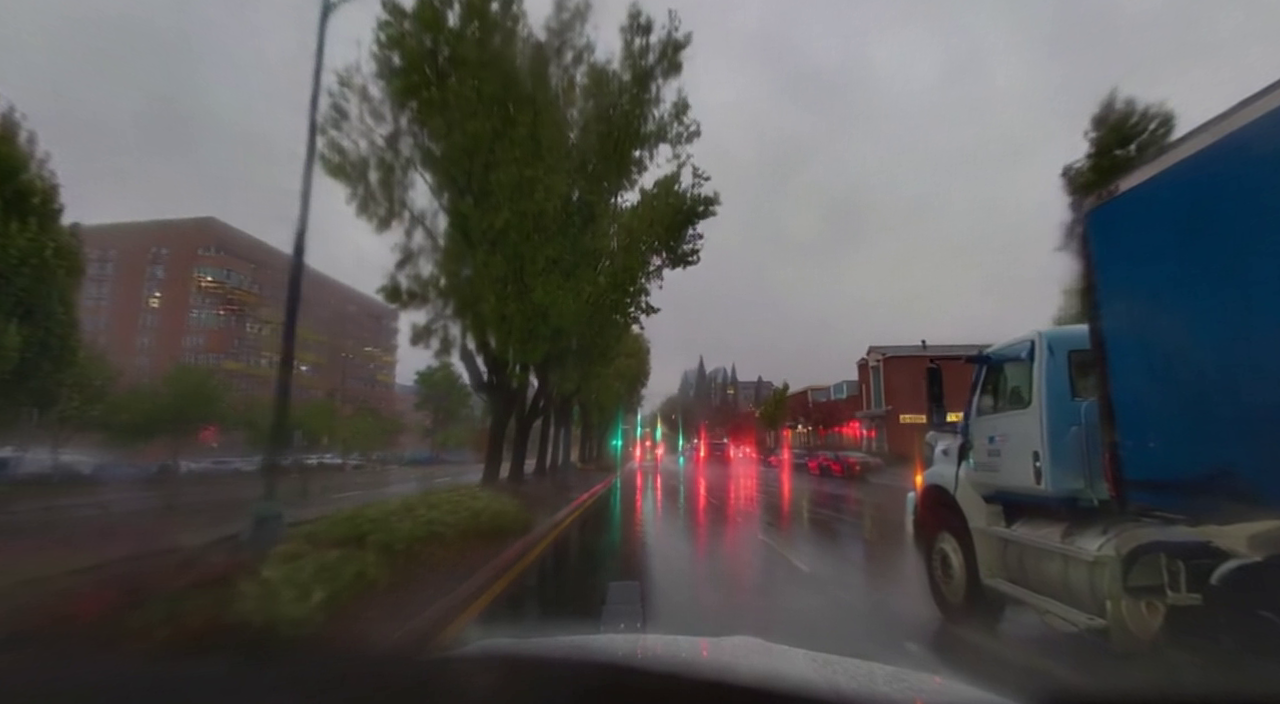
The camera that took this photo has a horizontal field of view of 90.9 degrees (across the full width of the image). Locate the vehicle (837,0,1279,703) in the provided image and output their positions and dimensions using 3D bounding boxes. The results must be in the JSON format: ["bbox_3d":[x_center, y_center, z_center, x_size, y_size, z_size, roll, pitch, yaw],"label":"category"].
[{"bbox_3d":[3.584,-0.222,2.725,3.006,3.679,8.506,-1,-8,3],"label":"vehicle"}]

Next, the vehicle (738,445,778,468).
[{"bbox_3d":[8.317,7.369,44.674,2.006,1.484,4.289,0,-8,0],"label":"vehicle"}]

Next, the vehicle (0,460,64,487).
[{"bbox_3d":[-37.660,7.245,37.817,1.886,1.437,4.572,0,-8,0],"label":"vehicle"}]

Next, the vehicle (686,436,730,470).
[{"bbox_3d":[4.082,6.144,38.480,2.196,1.908,4.412,0,-8,0],"label":"vehicle"}]

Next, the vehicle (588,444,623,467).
[{"bbox_3d":[-2.521,7.700,47.108,2.211,1.537,4.666,0,-8,2],"label":"vehicle"}]

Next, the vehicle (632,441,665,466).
[{"bbox_3d":[0.591,7.305,45.449,2.276,1.704,3.925,0,-8,1],"label":"vehicle"}]
